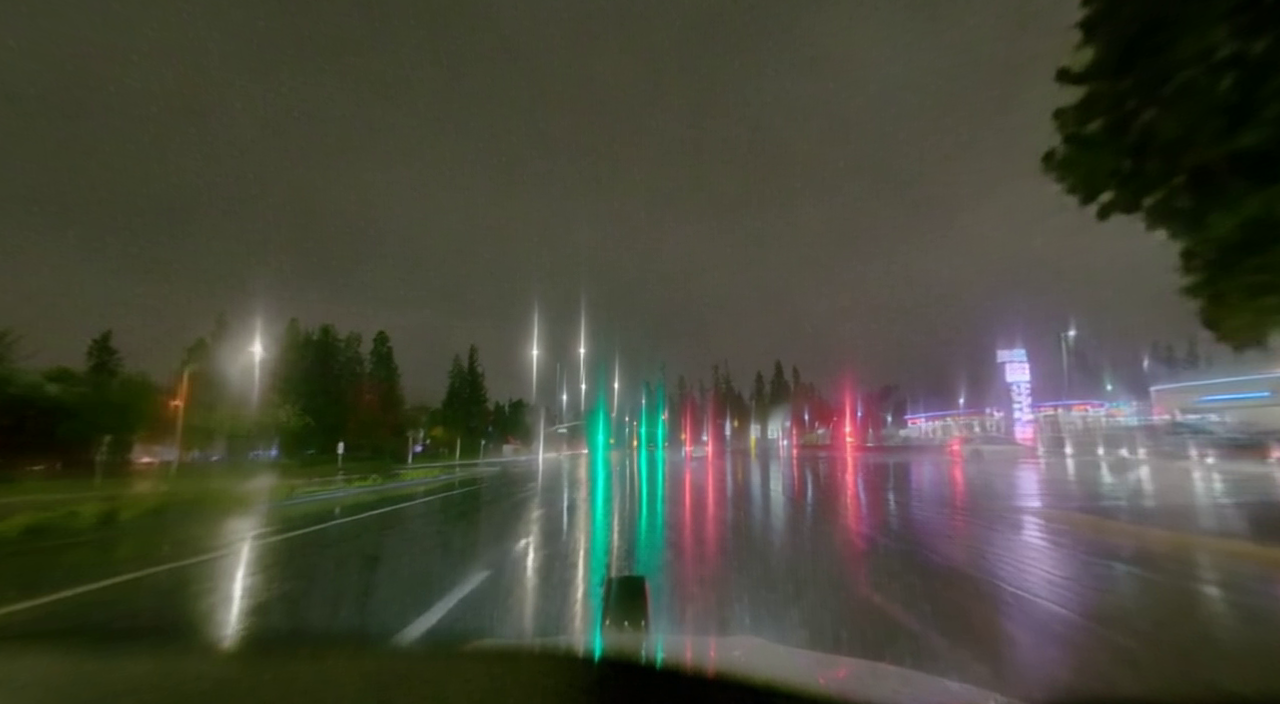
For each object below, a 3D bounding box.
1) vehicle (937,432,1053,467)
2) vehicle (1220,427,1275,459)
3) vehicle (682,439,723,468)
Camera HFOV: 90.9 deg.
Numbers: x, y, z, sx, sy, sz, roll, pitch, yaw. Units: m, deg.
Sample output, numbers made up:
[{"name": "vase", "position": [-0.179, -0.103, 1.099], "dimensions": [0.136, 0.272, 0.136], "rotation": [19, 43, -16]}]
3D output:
[{"name": "vehicle", "position": [16.908, 4.660, 30.180], "dimensions": [4.233, 1.562, 2.143], "rotation": [-1, -8, 1]}, {"name": "vehicle", "position": [34.303, 5.129, 35.526], "dimensions": [1.938, 1.709, 4.666], "rotation": [-9, -12, 44]}, {"name": "vehicle", "position": [3.853, 6.290, 39.411], "dimensions": [2.007, 1.683, 4.171], "rotation": [0, -8, -1]}]
